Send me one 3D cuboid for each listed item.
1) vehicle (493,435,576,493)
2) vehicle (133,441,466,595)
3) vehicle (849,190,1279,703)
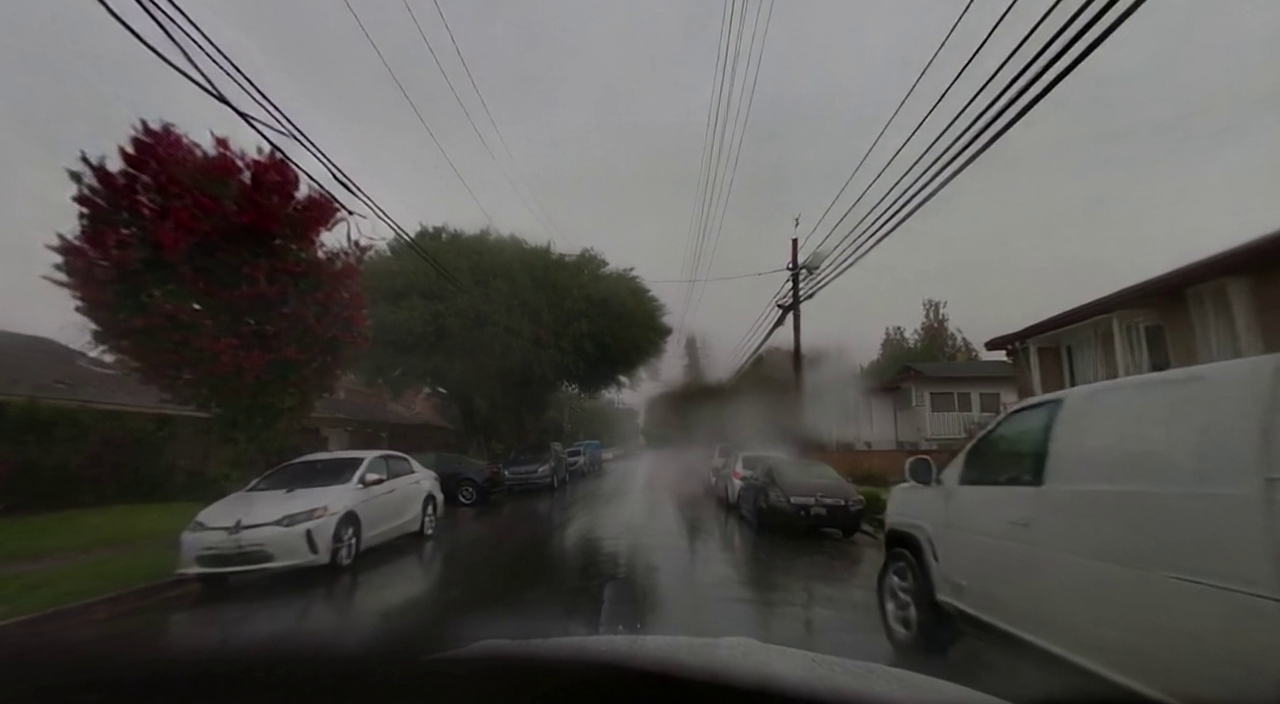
[{"bbox_3d":[-3.871,4.187,24.167,2.280,1.953,5.092,0,-8,0],"label":"vehicle"},{"bbox_3d":[-4.117,2.037,8.815,1.988,1.541,4.686,0,-8,1],"label":"vehicle"},{"bbox_3d":[2.746,0.705,2.175,2.295,2.019,5.212,0,-8,1],"label":"vehicle"}]
